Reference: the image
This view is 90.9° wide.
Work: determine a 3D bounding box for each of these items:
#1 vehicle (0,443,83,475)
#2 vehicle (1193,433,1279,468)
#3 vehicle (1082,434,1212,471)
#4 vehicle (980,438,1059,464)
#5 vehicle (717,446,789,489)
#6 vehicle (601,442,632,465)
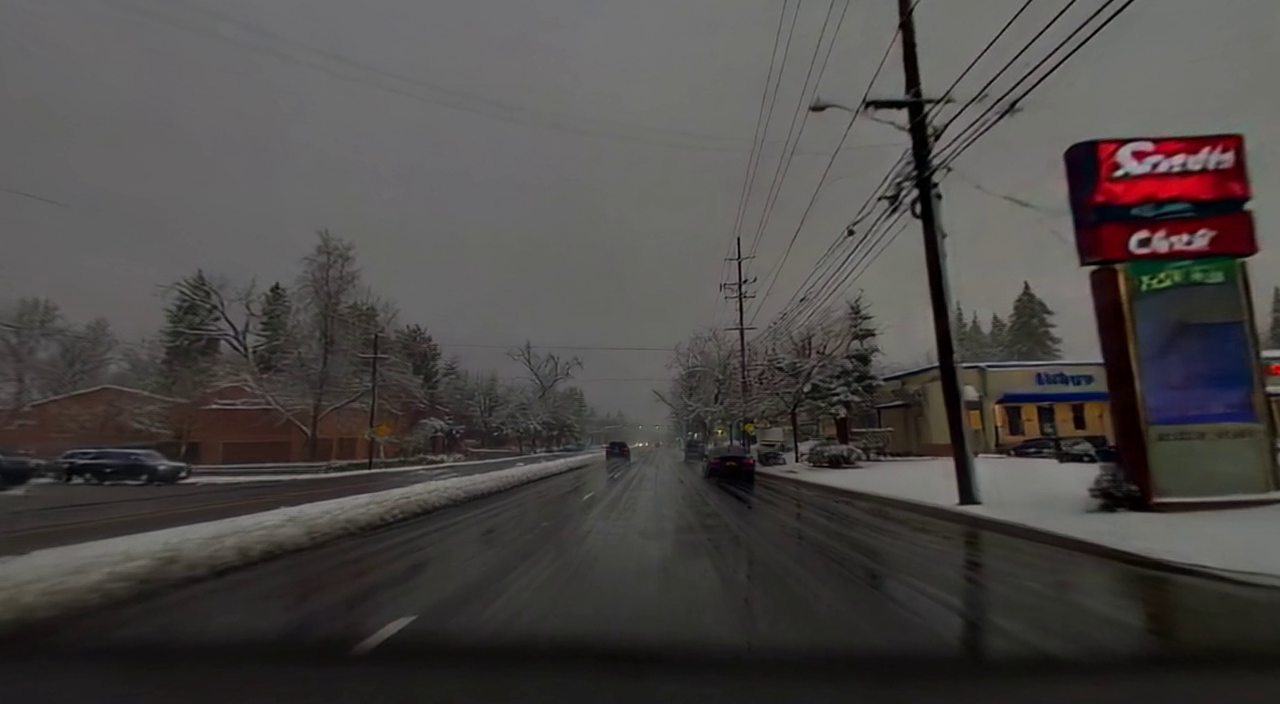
[{"bbox_3d":[-44.290,7.680,45.331,5.688,2.167,2.295,4,-10,-27],"label":"vehicle"},{"bbox_3d":[35.512,5.687,36.504,5.308,1.961,2.119,1,-9,-9],"label":"vehicle"},{"bbox_3d":[27.942,5.525,34.829,5.612,1.850,2.328,1,-8,-10],"label":"vehicle"},{"bbox_3d":[26.522,6.937,44.098,4.327,1.746,2.119,2,-9,-13],"label":"vehicle"},{"bbox_3d":[4.099,4.248,23.558,1.978,1.455,4.195,0,-9,1],"label":"vehicle"},{"bbox_3d":[-1.734,7.646,47.675,2.047,1.664,4.148,0,-9,2],"label":"vehicle"}]
